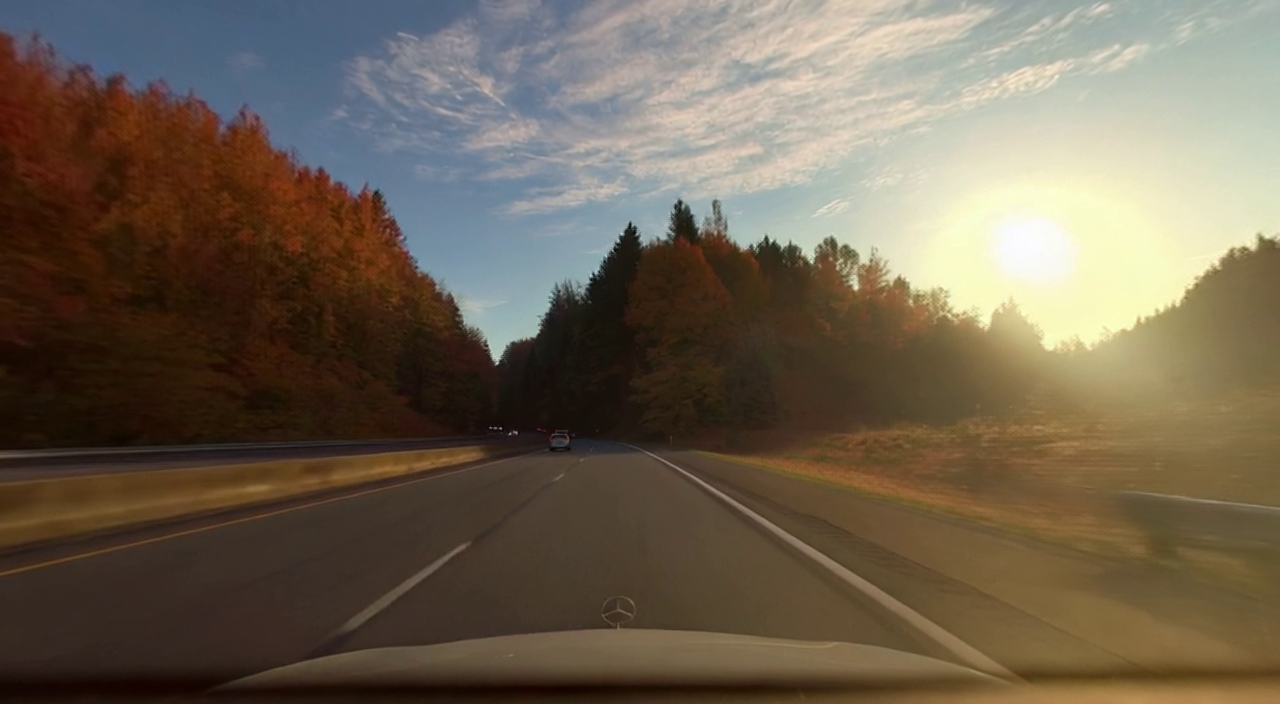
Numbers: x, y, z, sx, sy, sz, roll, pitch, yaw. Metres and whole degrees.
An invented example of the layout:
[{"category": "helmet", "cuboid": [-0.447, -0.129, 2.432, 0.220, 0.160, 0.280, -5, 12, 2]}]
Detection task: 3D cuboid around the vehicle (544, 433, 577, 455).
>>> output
[{"category": "vehicle", "cuboid": [-5.929, 6.923, 47.419, 2.073, 1.559, 4.393, 0, -8, -3]}]
